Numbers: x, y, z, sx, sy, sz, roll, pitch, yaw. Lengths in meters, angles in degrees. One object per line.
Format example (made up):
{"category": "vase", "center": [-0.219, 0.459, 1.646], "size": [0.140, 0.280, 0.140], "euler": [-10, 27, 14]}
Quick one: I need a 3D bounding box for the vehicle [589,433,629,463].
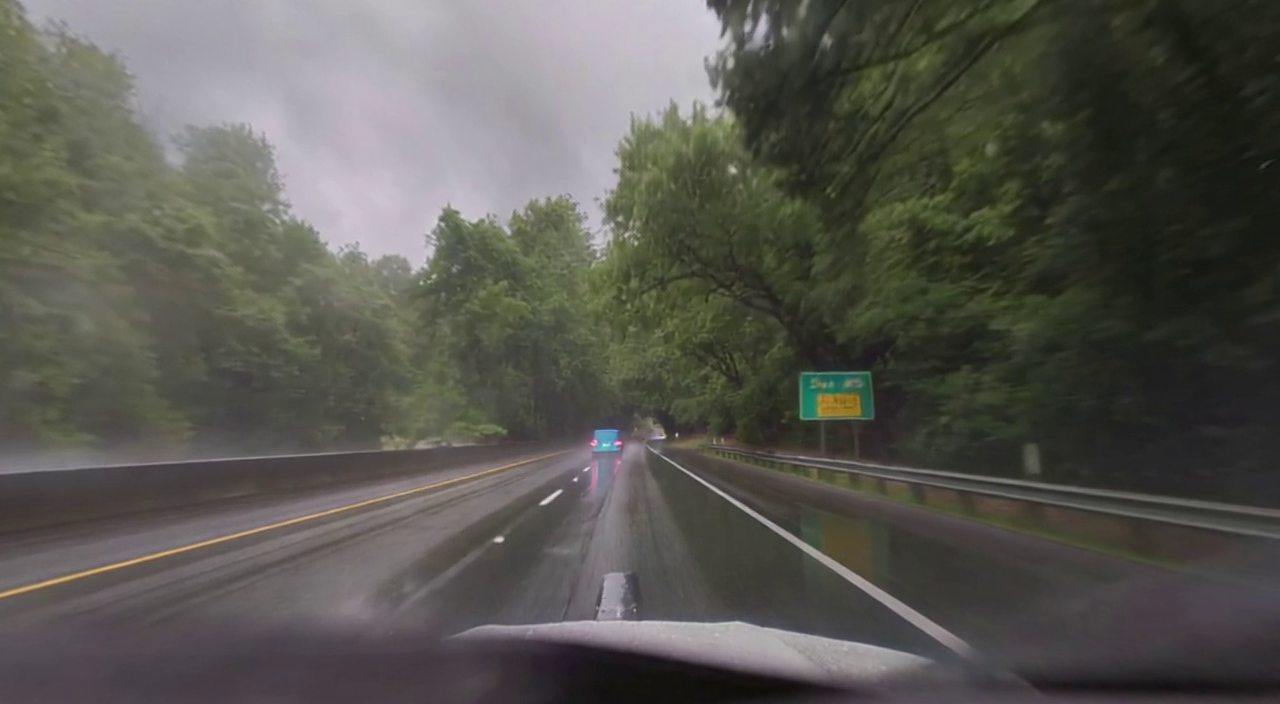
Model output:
{"category": "vehicle", "center": [-1.741, 5.600, 37.012], "size": [2.094, 1.653, 4.283], "euler": [0, -8, 0]}

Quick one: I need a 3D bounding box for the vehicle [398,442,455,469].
{"category": "vehicle", "center": [-12.241, 5.934, 36.399], "size": [1.826, 1.407, 4.273], "euler": [0, -8, 0]}
